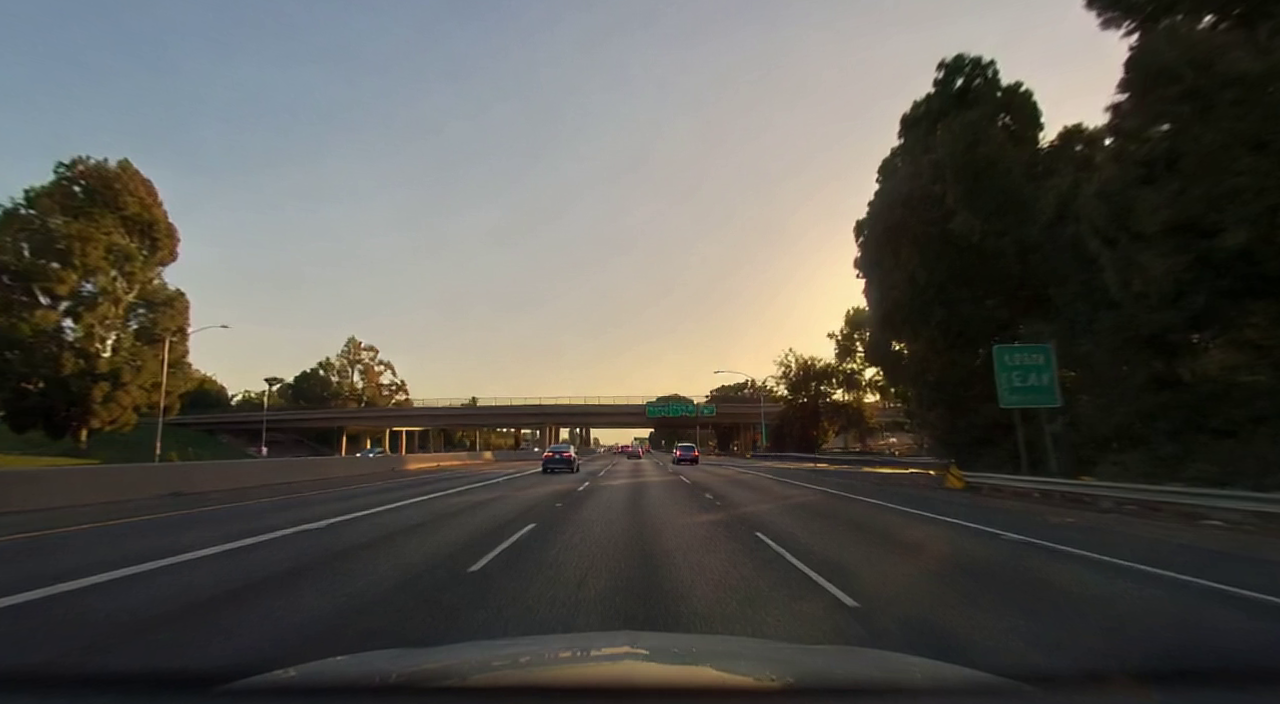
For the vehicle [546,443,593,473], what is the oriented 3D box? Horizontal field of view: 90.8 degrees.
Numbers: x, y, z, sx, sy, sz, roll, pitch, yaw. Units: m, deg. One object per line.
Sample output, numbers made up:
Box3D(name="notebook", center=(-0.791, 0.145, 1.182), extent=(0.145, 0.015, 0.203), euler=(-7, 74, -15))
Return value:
Box3D(name="vehicle", center=(-3.882, 5.950, 35.660), extent=(2.091, 1.544, 4.409), euler=(0, -8, 1))
